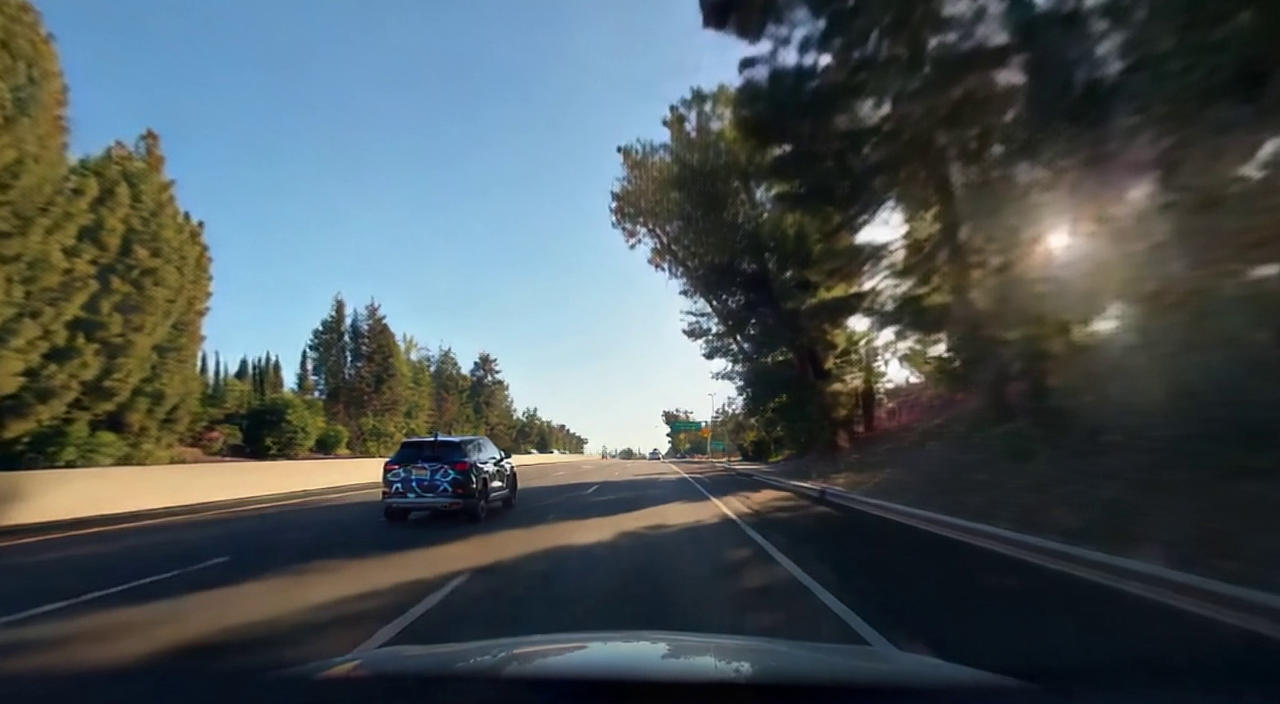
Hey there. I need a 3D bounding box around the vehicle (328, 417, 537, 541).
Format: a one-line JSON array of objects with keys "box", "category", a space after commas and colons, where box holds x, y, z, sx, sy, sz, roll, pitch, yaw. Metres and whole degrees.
[{"box": [-3.441, 2.215, 11.687, 2.183, 1.803, 4.685, 0, -8, 1], "category": "vehicle"}]
